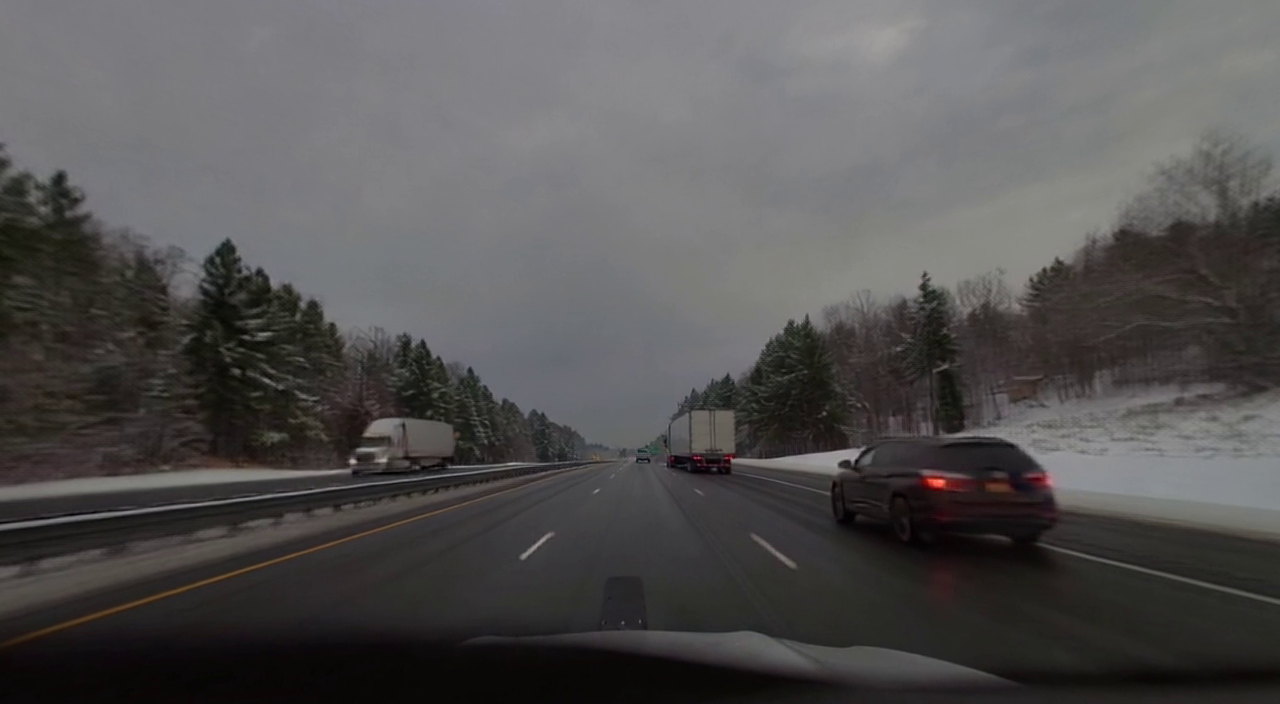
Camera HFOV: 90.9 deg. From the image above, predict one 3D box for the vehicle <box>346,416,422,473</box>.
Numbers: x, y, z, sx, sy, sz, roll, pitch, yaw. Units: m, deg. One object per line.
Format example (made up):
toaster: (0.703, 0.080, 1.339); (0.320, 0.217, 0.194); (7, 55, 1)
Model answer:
vehicle: (-18.986, 6.908, 47.160); (2.947, 3.912, 5.781); (1, -9, 1)

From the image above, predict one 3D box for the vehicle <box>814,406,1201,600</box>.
vehicle: (3.761, 1.625, 7.592); (2.096, 1.653, 4.185); (0, -9, 0)

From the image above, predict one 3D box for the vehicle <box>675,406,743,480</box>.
vehicle: (4.085, 5.779, 39.801); (3.117, 3.971, 10.593); (1, -9, 0)
